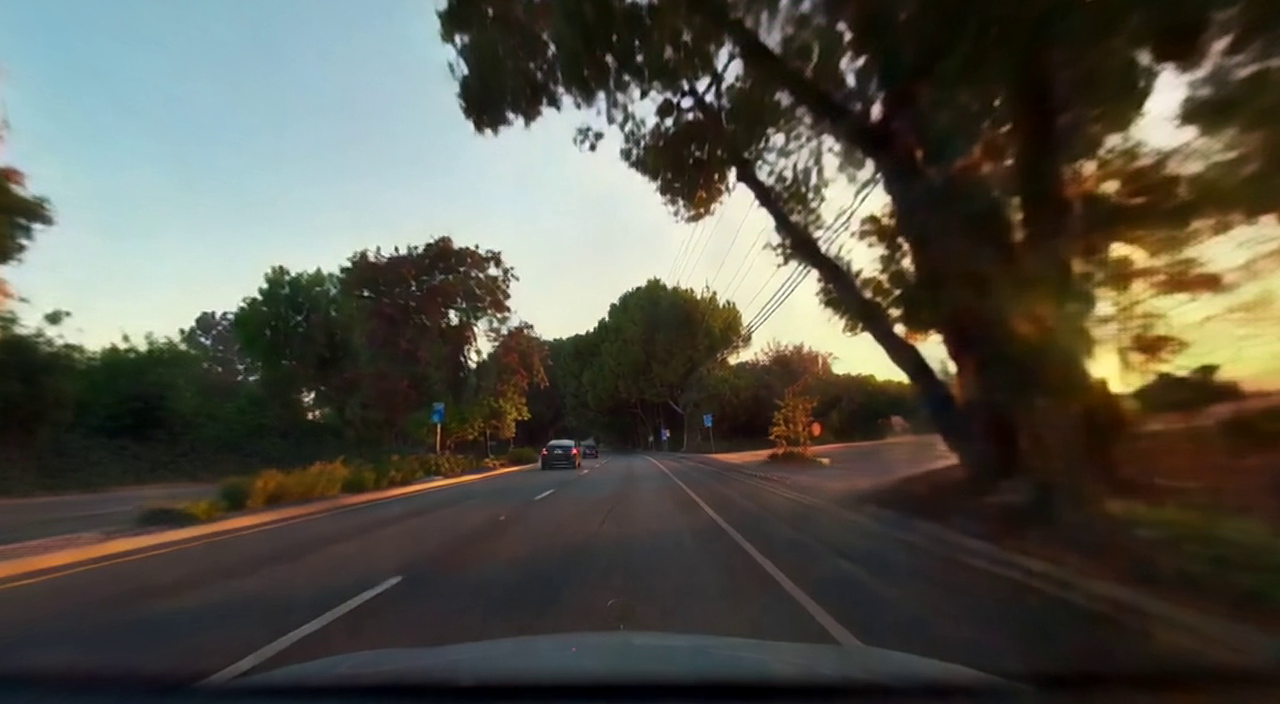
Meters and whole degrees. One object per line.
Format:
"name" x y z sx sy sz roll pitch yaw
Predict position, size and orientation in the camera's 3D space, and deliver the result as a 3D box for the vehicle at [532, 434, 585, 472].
"vehicle" -4.334 5.441 34.291 2.246 1.885 5.275 0 -8 -1
